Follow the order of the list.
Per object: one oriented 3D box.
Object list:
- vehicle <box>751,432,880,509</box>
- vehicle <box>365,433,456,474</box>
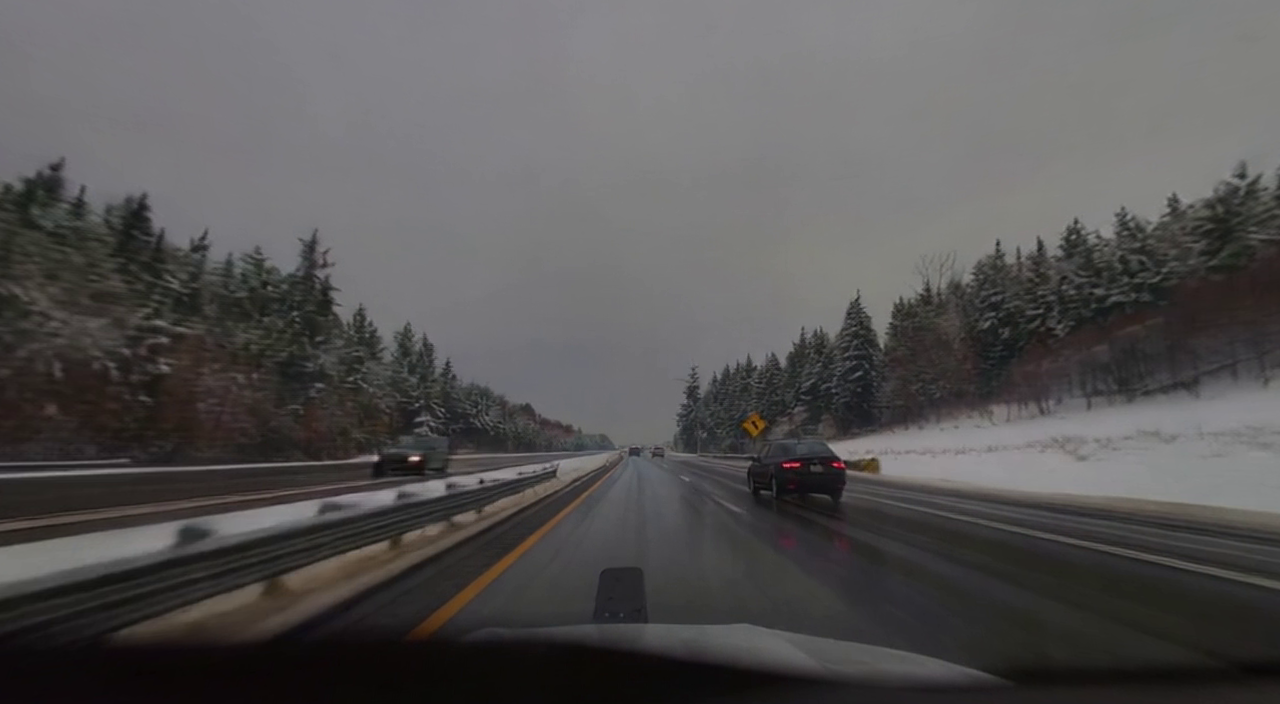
[{"bbox_3d":[4.240,2.938,16.066,1.933,1.663,4.440,0,-9,-1],"label":"vehicle"},{"bbox_3d":[-8.784,3.943,24.505,1.901,1.429,4.395,0,-9,0],"label":"vehicle"}]
